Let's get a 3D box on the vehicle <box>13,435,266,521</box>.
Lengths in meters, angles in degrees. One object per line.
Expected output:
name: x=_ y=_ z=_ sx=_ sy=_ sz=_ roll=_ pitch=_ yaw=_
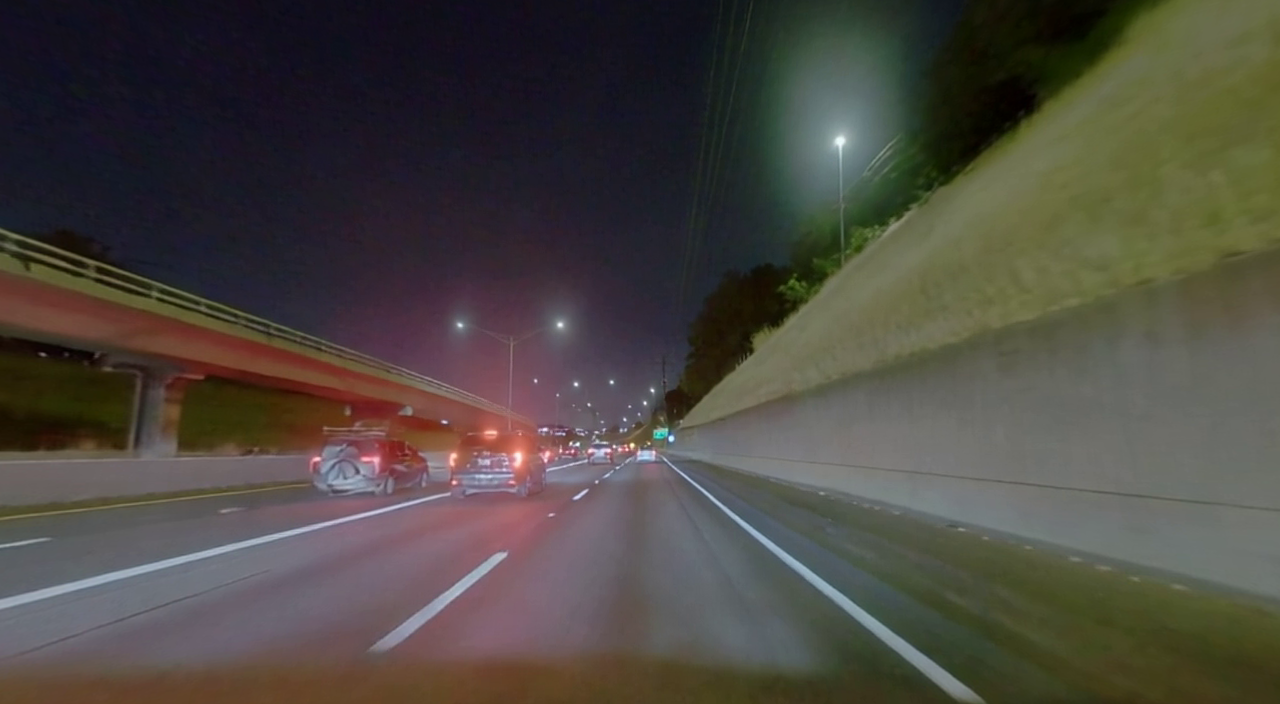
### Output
vehicle: x=-11.055 y=2.780 z=14.525 sx=1.951 sy=1.628 sz=4.617 roll=0 pitch=-8 yaw=1

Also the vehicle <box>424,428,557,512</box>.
vehicle: x=-3.428 y=2.787 z=15.436 sx=2.052 sy=1.731 sz=4.372 roll=0 pitch=-8 yaw=2

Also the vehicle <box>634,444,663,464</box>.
vehicle: x=0.573 y=7.574 z=46.980 sx=2.074 sy=1.465 sz=3.977 roll=0 pitch=-8 yaw=-1

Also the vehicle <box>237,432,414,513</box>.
vehicle: x=-7.233 y=2.784 z=15.100 sx=1.959 sy=1.652 sz=4.170 roll=0 pitch=-8 yaw=1
